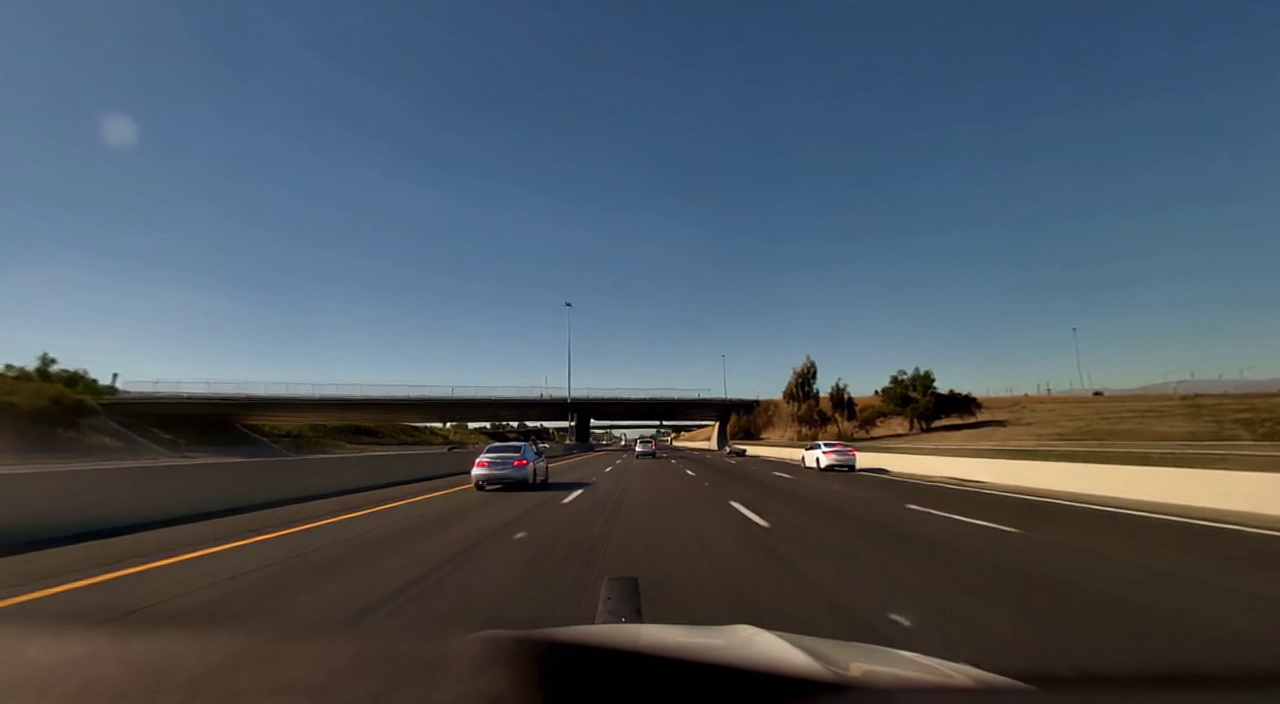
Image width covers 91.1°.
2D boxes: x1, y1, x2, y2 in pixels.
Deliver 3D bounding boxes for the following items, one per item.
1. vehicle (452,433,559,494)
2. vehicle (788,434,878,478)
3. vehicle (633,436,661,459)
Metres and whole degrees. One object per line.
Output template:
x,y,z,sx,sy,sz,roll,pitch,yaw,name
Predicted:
-3.732,3.171,18.265,2.050,1.546,4.344,0,-8,1,vehicle
7.379,4.025,24.594,1.870,1.493,5.015,0,-8,-1,vehicle
0.494,7.384,48.636,2.063,1.698,4.355,0,-8,0,vehicle
